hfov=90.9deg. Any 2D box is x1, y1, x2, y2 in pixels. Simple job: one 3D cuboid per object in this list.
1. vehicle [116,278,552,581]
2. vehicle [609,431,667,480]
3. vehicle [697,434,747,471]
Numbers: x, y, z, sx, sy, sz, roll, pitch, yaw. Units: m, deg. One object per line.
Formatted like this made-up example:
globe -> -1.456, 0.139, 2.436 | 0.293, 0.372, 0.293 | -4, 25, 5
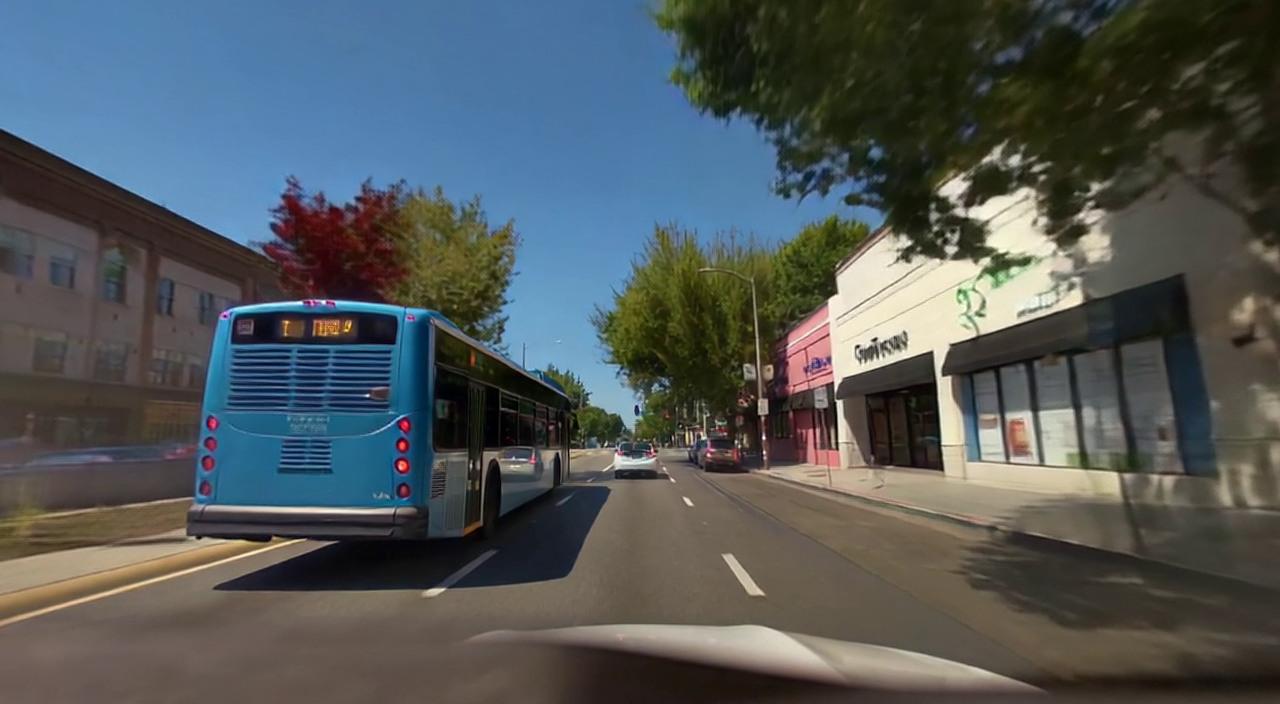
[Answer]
vehicle -> -3.500, 1.136, 10.353 | 2.920, 2.884, 8.588 | 0, -6, 0
vehicle -> -0.047, 4.045, 24.866 | 2.120, 1.727, 3.917 | 0, -8, 1
vehicle -> 4.222, 5.282, 33.251 | 2.138, 1.787, 4.522 | 0, -8, 2
